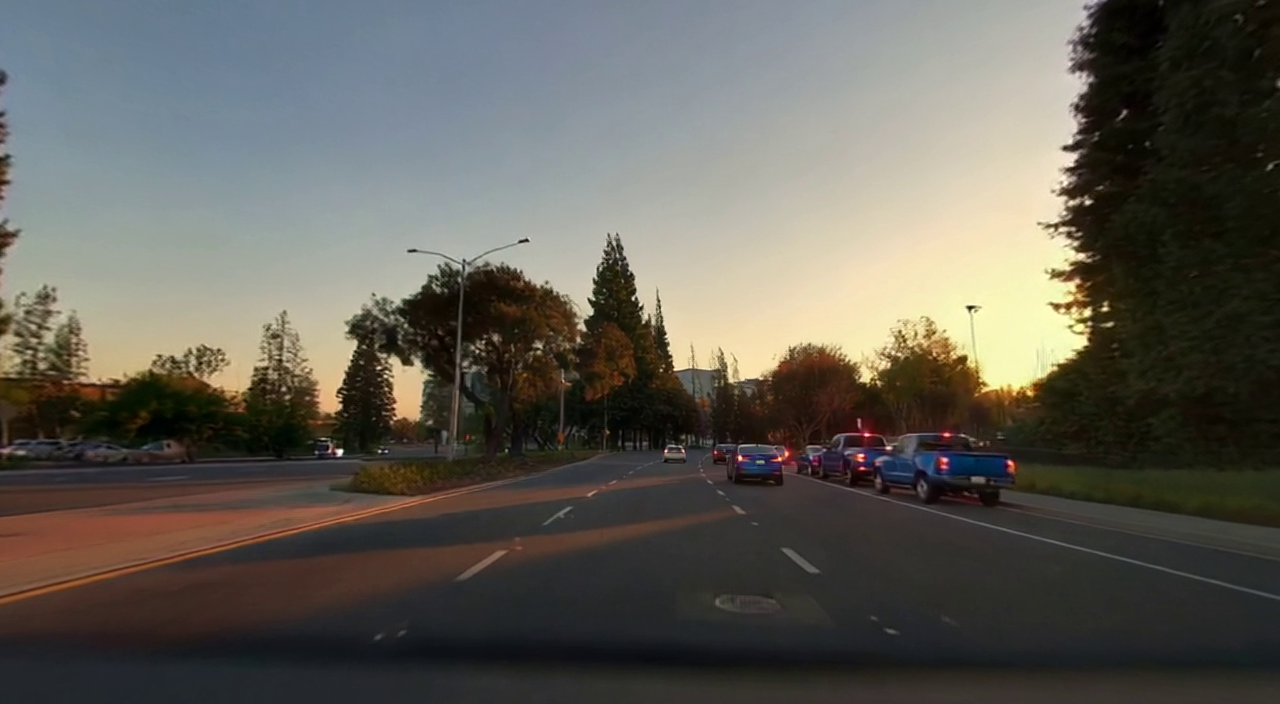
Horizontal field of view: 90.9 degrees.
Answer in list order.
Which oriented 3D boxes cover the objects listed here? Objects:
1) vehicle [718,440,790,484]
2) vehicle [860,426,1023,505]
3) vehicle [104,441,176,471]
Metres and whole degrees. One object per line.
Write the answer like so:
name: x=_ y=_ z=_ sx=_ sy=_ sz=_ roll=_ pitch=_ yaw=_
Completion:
vehicle: x=4.223 y=4.144 z=24.110 sx=1.981 sy=1.499 sz=4.536 roll=0 pitch=-8 yaw=1
vehicle: x=7.838 y=2.987 z=17.037 sx=2.104 sy=1.801 sz=4.628 roll=0 pitch=-8 yaw=1
vehicle: x=-27.723 y=5.733 z=34.917 sx=4.266 sy=1.583 sz=2.078 roll=-7 pitch=-11 yaw=38
